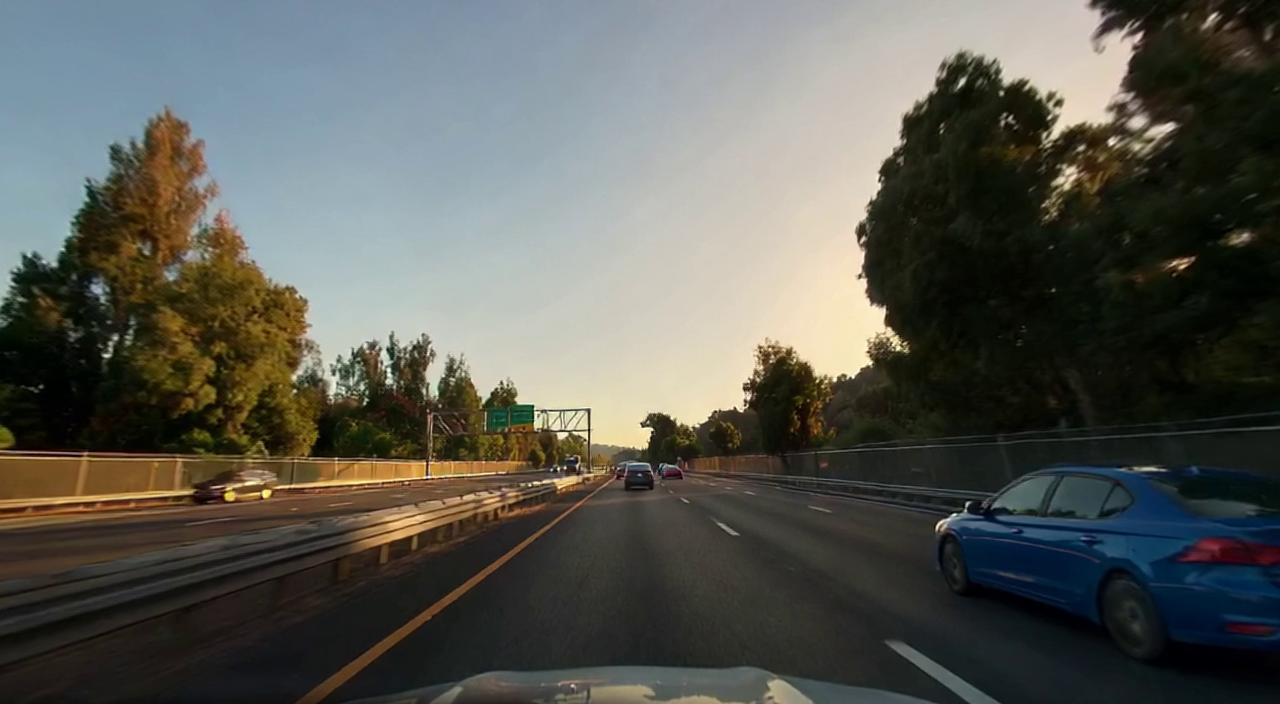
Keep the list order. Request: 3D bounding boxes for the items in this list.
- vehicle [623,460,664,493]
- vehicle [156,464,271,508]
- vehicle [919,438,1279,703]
[{"bbox_3d":[0.125,6.604,33.550,2.037,1.605,3.833,1,-11,-1],"label":"vehicle"},{"bbox_3d":[-16.263,5.116,24.264,1.883,1.480,3.539,1,-11,-1],"label":"vehicle"},{"bbox_3d":[4.109,1.541,4.942,1.938,1.494,4.032,1,-11,-1],"label":"vehicle"}]
